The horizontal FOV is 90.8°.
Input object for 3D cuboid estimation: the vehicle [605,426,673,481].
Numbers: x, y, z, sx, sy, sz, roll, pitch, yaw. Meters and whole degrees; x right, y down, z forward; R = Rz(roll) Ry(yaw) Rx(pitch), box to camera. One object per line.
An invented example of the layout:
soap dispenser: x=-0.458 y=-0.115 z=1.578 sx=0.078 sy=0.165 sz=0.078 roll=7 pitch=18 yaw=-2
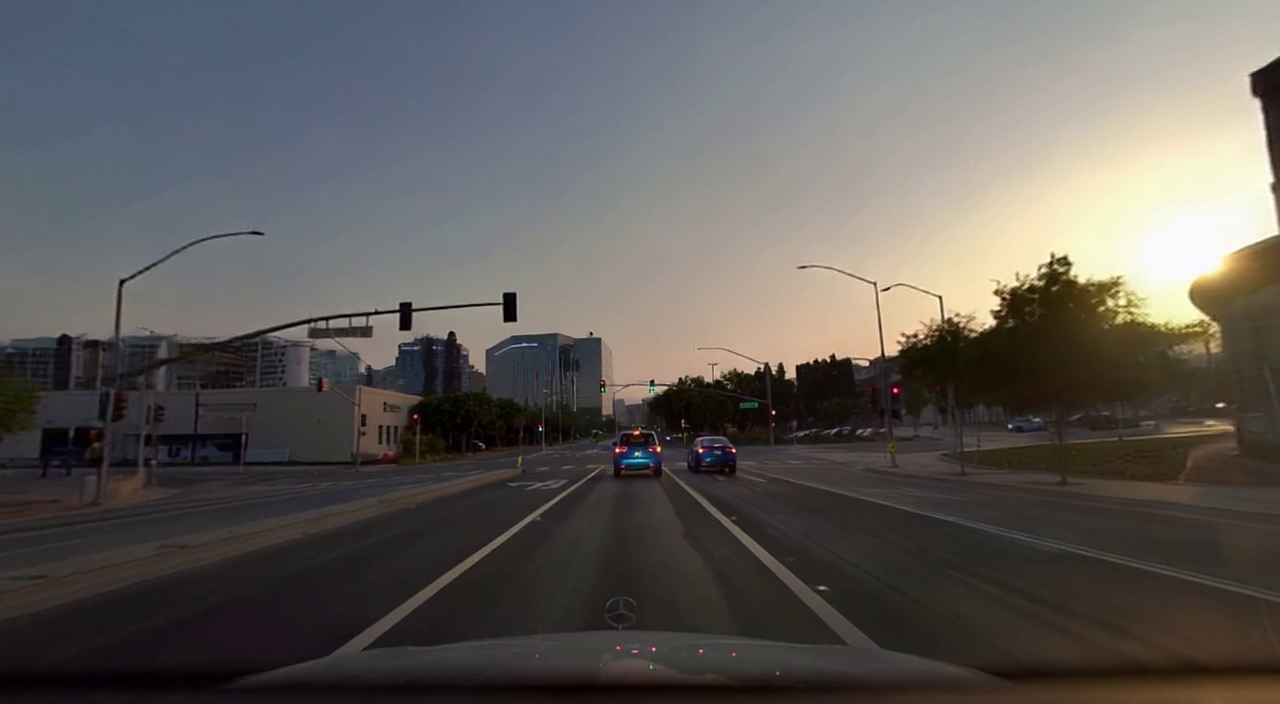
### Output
vehicle: x=-0.121 y=3.968 z=24.865 sx=2.413 sy=1.939 sz=4.716 roll=0 pitch=-8 yaw=-2

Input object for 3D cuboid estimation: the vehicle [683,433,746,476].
vehicle: x=3.203 y=4.519 z=28.129 sx=2.107 sy=1.736 sz=4.228 roll=0 pitch=-9 yaw=-2
